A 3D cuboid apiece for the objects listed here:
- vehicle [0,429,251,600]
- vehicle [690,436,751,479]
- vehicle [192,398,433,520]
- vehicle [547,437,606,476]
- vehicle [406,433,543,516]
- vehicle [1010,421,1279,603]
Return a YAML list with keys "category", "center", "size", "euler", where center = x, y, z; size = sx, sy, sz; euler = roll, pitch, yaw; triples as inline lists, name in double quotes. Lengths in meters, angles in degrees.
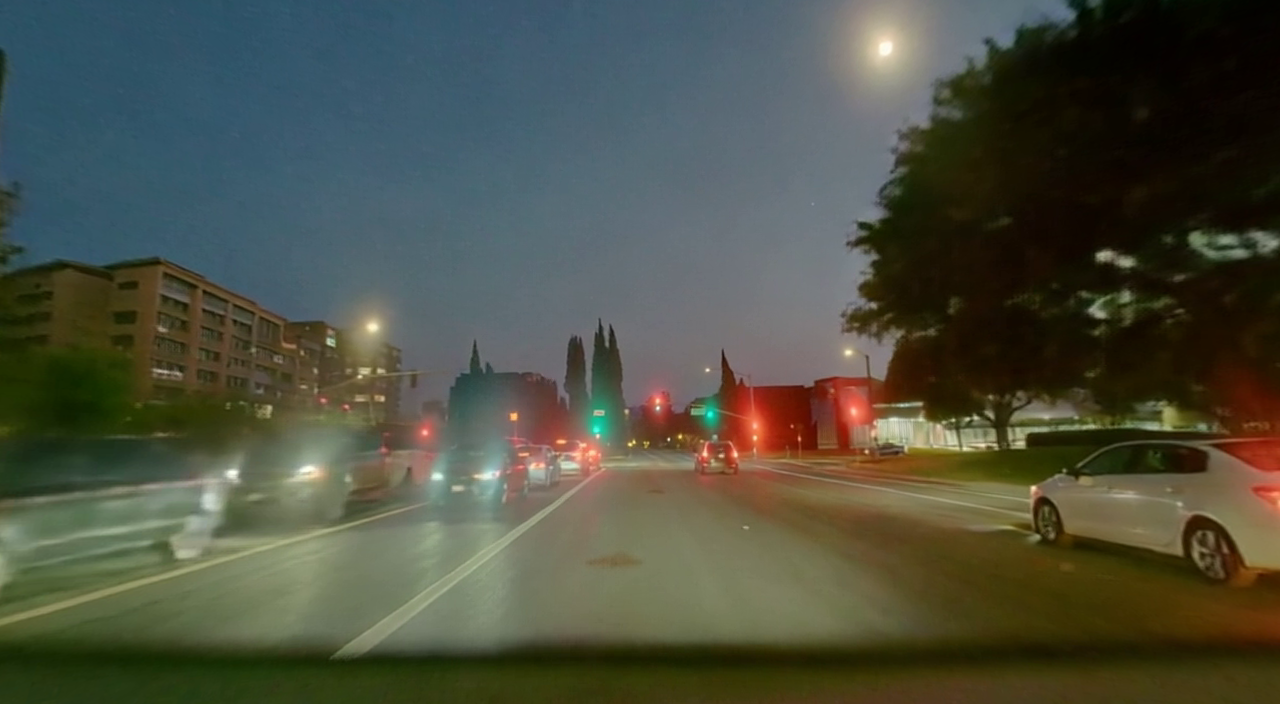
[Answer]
- category: "vehicle"
  center: [-6.598, 1.633, 6.906]
  size: [1.970, 1.483, 4.269]
  euler: [0, -9, 0]
- category: "vehicle"
  center: [3.554, 4.778, 28.765]
  size: [2.095, 1.759, 4.862]
  euler: [0, -9, -1]
- category: "vehicle"
  center: [-6.721, 2.315, 14.086]
  size: [2.141, 2.111, 5.940]
  euler: [0, -9, 0]
- category: "vehicle"
  center: [-3.021, 5.131, 31.281]
  size: [2.313, 1.752, 6.152]
  euler: [0, -9, 0]
- category: "vehicle"
  center: [-3.547, 2.703, 14.440]
  size: [1.948, 1.595, 4.256]
  euler: [0, -9, 0]
- category: "vehicle"
  center: [6.715, 1.710, 7.485]
  size: [2.000, 1.618, 4.238]
  euler: [0, -9, -1]
